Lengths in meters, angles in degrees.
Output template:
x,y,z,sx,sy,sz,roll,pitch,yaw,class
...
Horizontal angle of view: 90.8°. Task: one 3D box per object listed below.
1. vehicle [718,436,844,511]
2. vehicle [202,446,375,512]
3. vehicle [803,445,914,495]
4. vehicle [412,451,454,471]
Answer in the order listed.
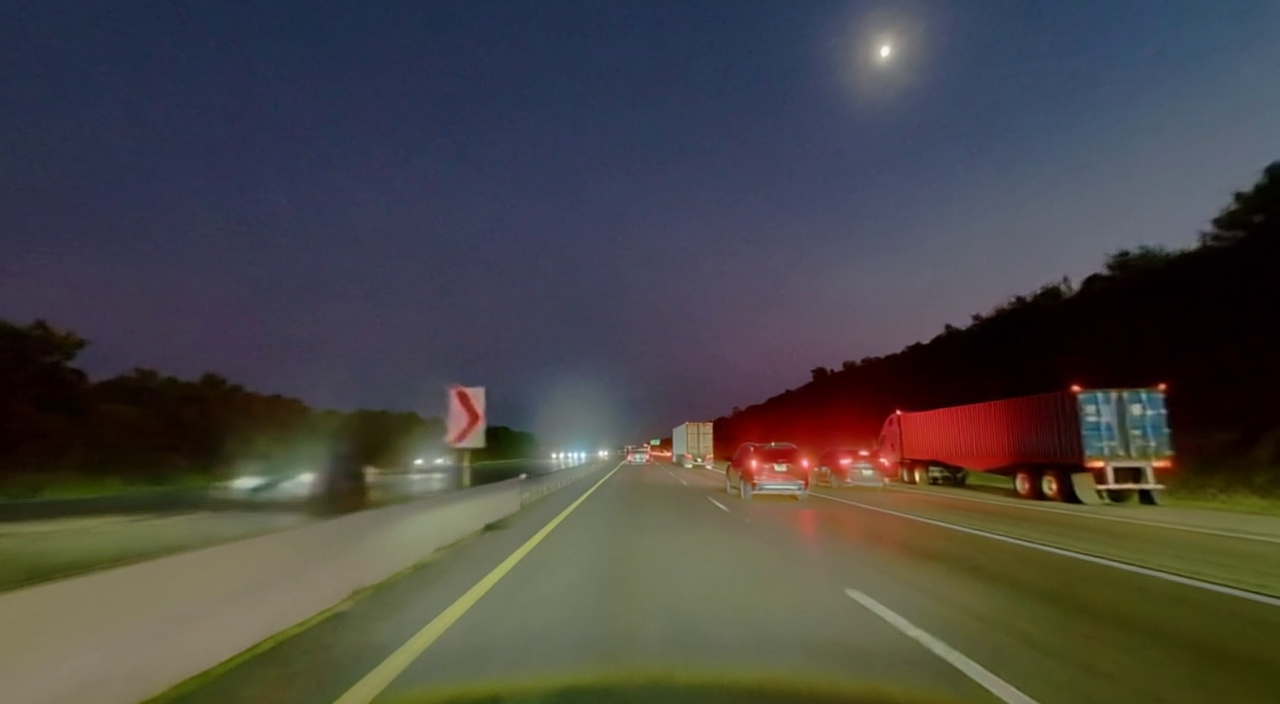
x,y,z,sx,sy,sz,roll,pitch,yaw,class
3.452,3.090,16.481,2.130,1.658,4.537,0,-9,-2,vehicle
-8.917,3.228,16.588,1.930,1.468,4.495,0,-9,0,vehicle
7.162,3.907,21.283,2.024,1.471,4.618,0,-9,-1,vehicle
-15.594,8.217,47.721,1.856,1.488,4.033,0,-9,-1,vehicle
